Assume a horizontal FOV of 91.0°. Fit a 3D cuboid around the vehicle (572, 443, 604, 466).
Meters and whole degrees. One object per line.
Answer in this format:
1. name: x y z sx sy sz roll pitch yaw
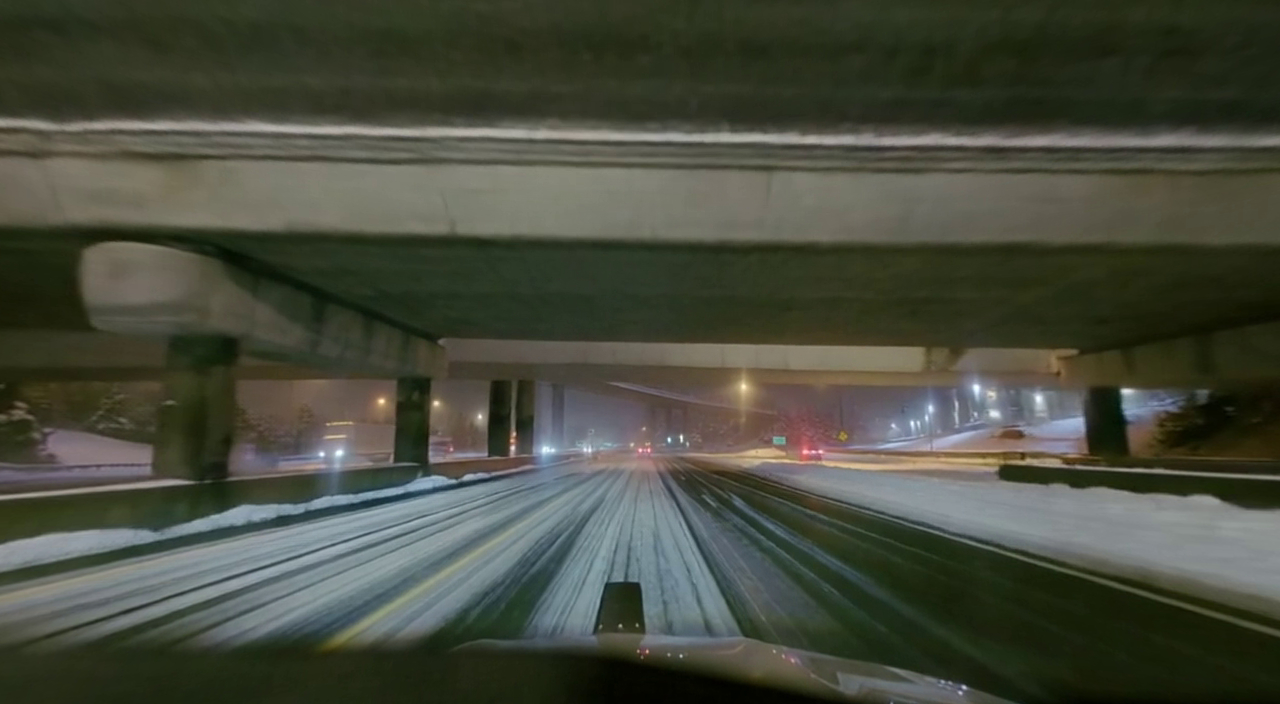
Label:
1. vehicle: -3.731 7.407 45.672 1.954 1.528 4.010 0 -9 1
